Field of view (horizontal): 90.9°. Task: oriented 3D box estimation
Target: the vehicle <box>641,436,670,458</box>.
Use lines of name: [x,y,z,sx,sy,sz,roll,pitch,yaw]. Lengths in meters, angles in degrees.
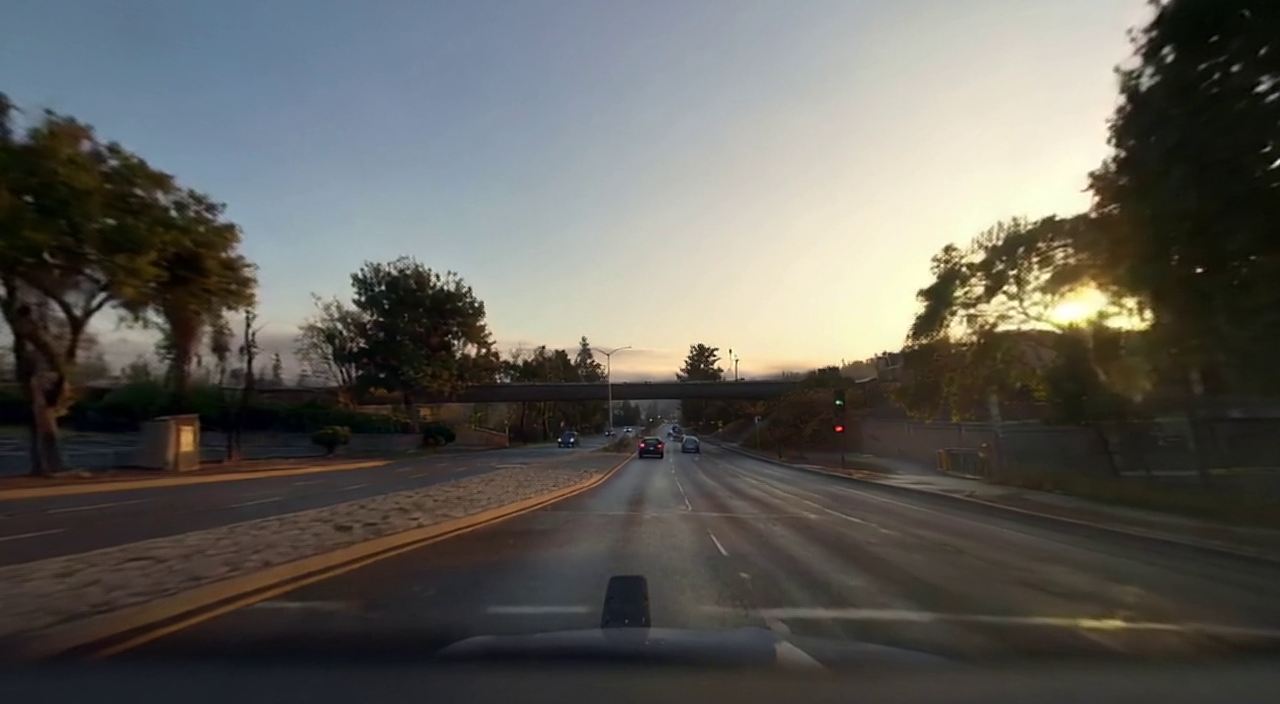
vehicle: [1.107,6.960,46.133,2.039,1.462,4.203,0,-9,1]
